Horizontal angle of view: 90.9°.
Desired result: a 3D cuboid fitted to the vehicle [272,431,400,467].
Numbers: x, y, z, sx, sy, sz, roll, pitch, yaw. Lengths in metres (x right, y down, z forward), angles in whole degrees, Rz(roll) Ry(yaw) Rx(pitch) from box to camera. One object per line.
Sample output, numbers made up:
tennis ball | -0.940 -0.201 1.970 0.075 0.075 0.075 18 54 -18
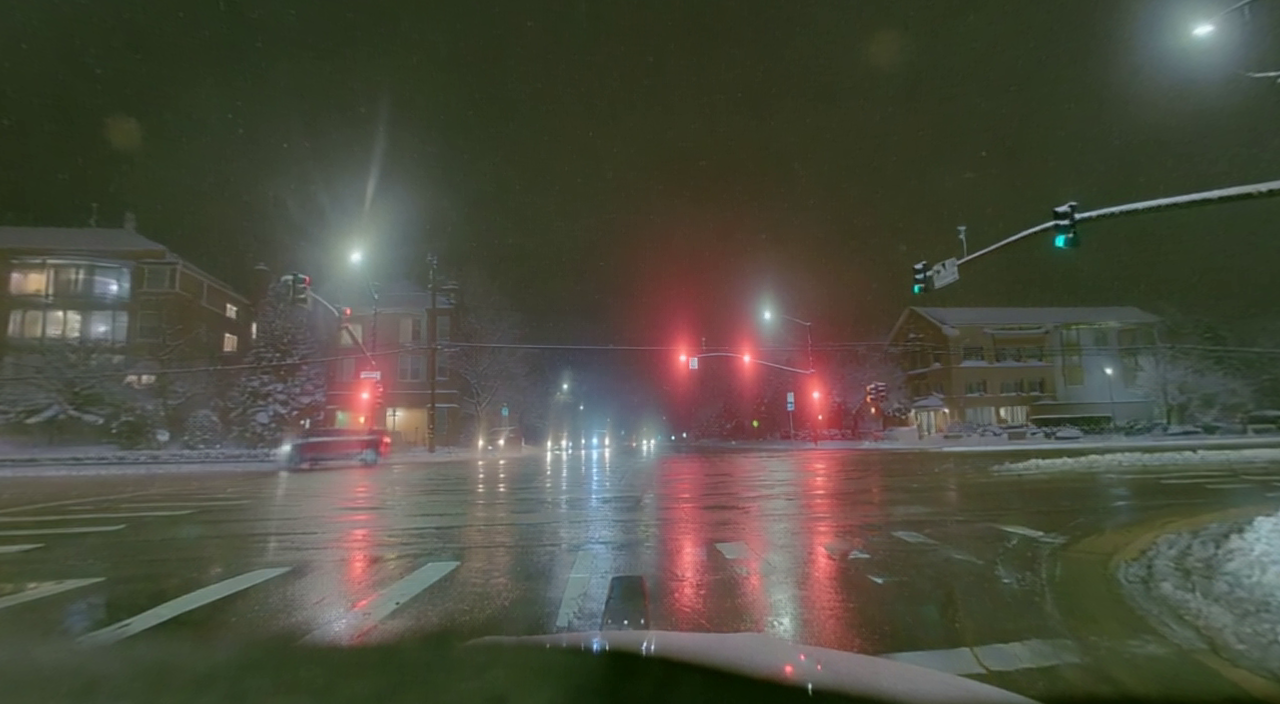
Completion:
vehicle | -12.863 4.139 26.943 4.510 1.431 1.884 1 -9 -10

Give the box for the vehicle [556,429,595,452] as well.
vehicle | -4.402 6.168 43.767 1.919 1.467 4.086 -1 -9 5

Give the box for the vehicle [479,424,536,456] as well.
vehicle | -8.368 5.664 40.376 2.000 1.864 5.044 -1 -9 7
